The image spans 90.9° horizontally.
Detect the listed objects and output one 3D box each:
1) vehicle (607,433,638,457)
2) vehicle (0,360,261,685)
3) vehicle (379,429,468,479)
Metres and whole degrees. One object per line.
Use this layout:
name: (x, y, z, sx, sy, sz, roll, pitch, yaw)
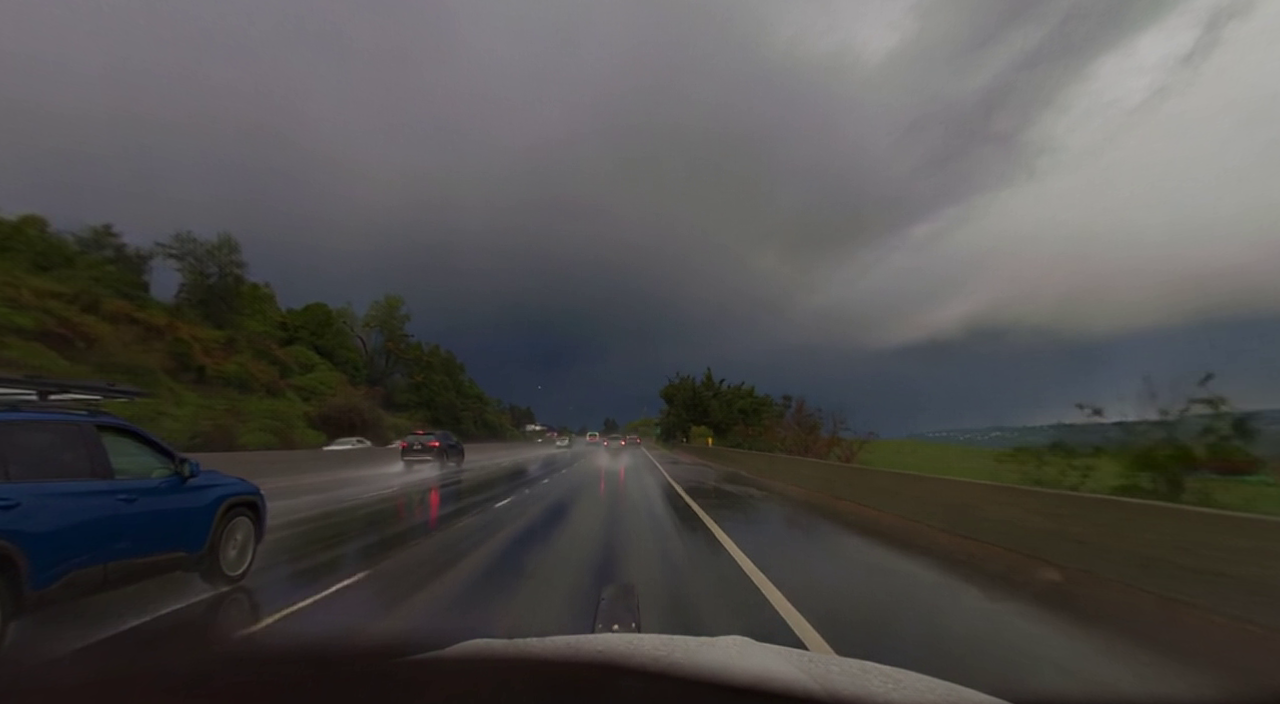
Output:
vehicle: (-1.240, 6.705, 45.560, 2.178, 1.658, 3.916, 0, -8, -1)
vehicle: (-4.510, 0.931, 3.428, 2.069, 1.748, 4.652, 0, -8, -1)
vehicle: (-8.240, 3.897, 24.446, 1.964, 1.745, 4.338, 0, -8, -1)
